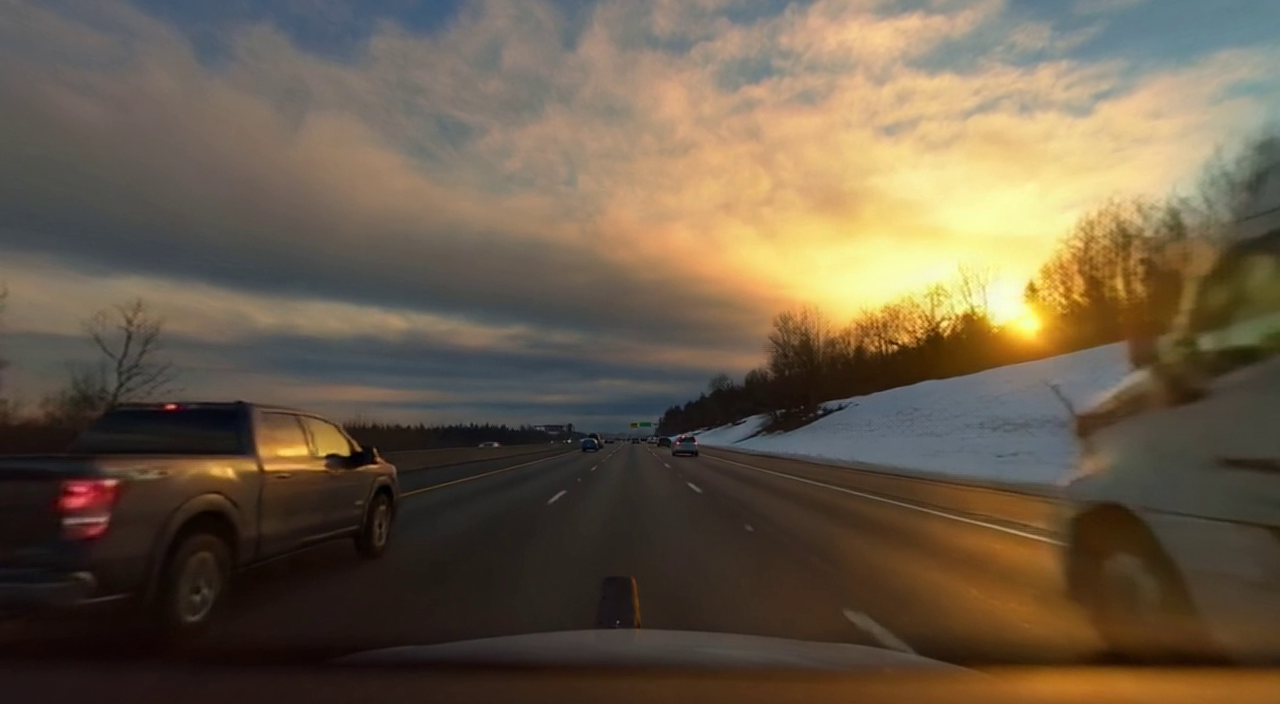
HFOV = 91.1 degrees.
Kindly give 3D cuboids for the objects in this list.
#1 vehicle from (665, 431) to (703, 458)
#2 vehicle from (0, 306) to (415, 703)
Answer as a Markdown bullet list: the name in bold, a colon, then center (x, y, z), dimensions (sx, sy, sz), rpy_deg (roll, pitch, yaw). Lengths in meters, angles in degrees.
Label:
- **vehicle**: center (2.976, 6.368, 43.417), dimensions (2.124, 1.696, 4.173), rpy_deg (0, -8, -2)
- **vehicle**: center (-3.558, 1.004, 4.509), dimensions (2.185, 1.772, 4.656), rpy_deg (0, -8, 0)
